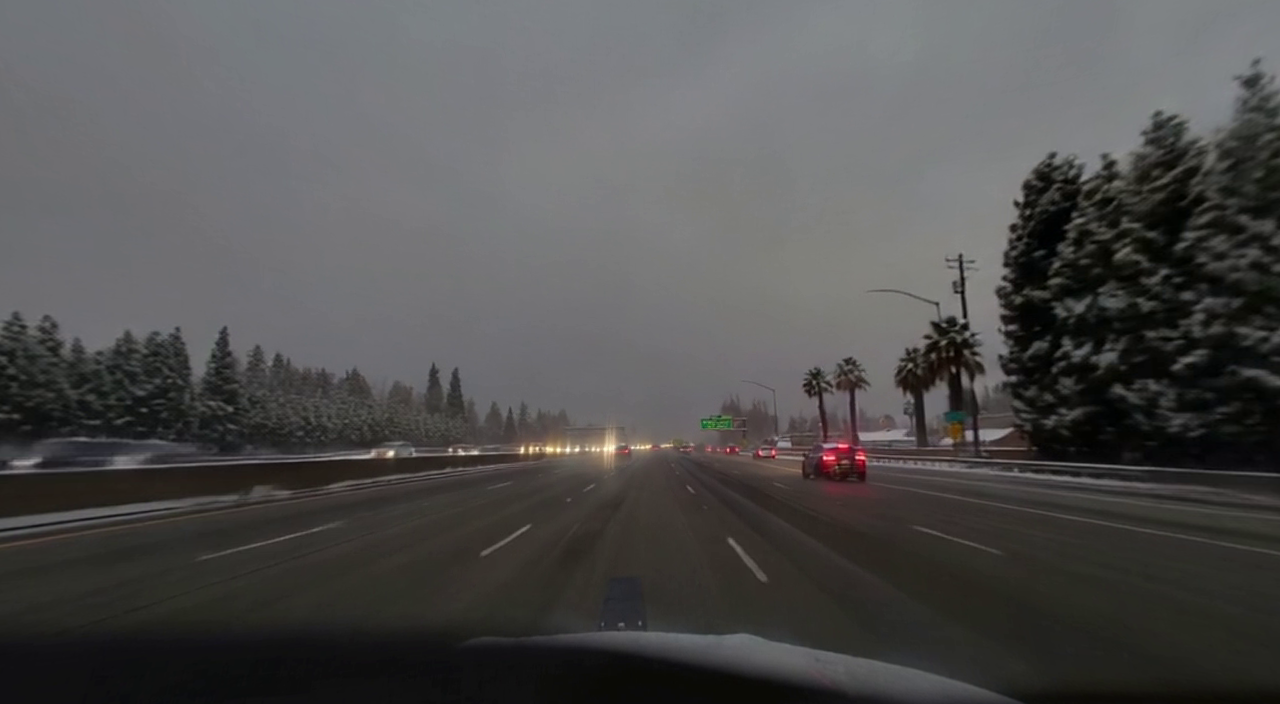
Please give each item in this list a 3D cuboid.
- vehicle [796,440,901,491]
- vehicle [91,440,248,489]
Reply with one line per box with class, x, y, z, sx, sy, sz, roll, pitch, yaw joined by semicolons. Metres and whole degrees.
vehicle;7.002;3.851;21.762;2.071;1.543;4.702;0;-8;1
vehicle;-15.776;3.778;21.514;1.884;1.475;4.400;-1;-8;2
